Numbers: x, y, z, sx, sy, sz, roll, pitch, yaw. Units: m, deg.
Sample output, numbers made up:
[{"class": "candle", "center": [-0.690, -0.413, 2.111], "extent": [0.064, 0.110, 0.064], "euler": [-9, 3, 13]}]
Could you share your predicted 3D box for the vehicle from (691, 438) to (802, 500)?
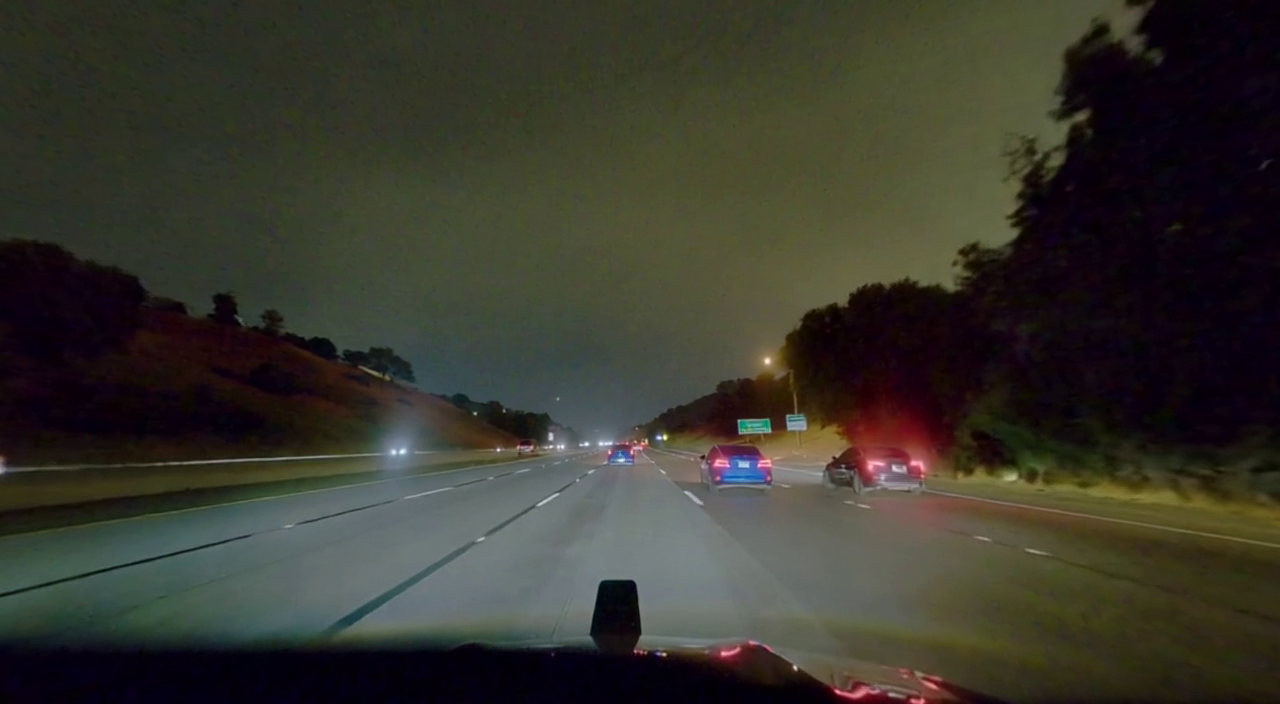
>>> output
[{"class": "vehicle", "center": [2.800, 3.212, 17.844], "extent": [2.120, 1.492, 4.734], "euler": [0, -8, -3]}]

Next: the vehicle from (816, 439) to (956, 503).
[{"class": "vehicle", "center": [6.366, 3.104, 16.968], "extent": [1.845, 1.452, 4.352], "euler": [0, -8, -2]}]

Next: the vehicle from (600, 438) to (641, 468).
[{"class": "vehicle", "center": [-1.152, 6.016, 37.768], "extent": [2.277, 1.675, 4.023], "euler": [0, -8, -2]}]
